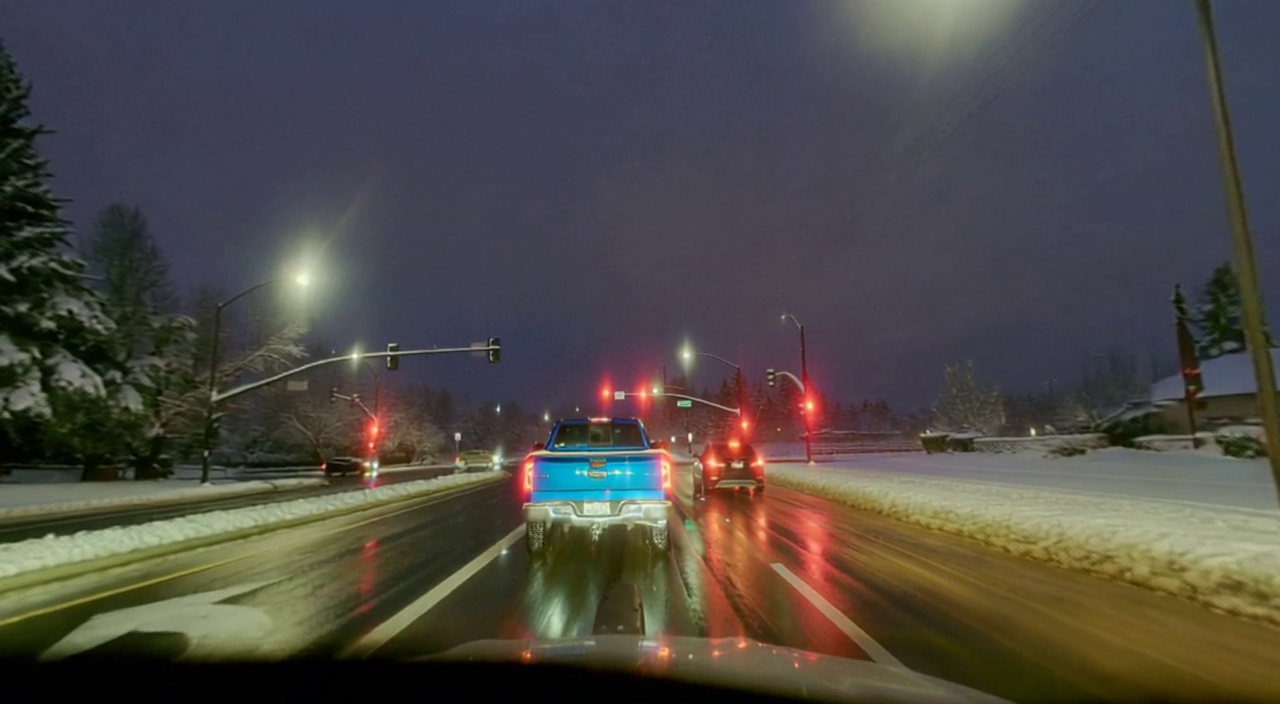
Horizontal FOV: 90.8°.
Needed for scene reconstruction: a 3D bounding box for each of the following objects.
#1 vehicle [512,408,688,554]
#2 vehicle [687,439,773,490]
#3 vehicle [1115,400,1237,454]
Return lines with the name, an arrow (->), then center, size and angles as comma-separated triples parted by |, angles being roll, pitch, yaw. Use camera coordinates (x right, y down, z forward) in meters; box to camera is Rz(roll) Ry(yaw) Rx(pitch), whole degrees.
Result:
vehicle -> -0.500, 1.927, 10.153 | 2.145, 1.762, 4.731 | 0, -9, 0
vehicle -> 2.811, 3.635, 20.818 | 2.073, 1.484, 4.437 | 0, -9, -1
vehicle -> 30.457, 4.341, 36.105 | 2.892, 2.881, 4.178 | 2, -9, -15
